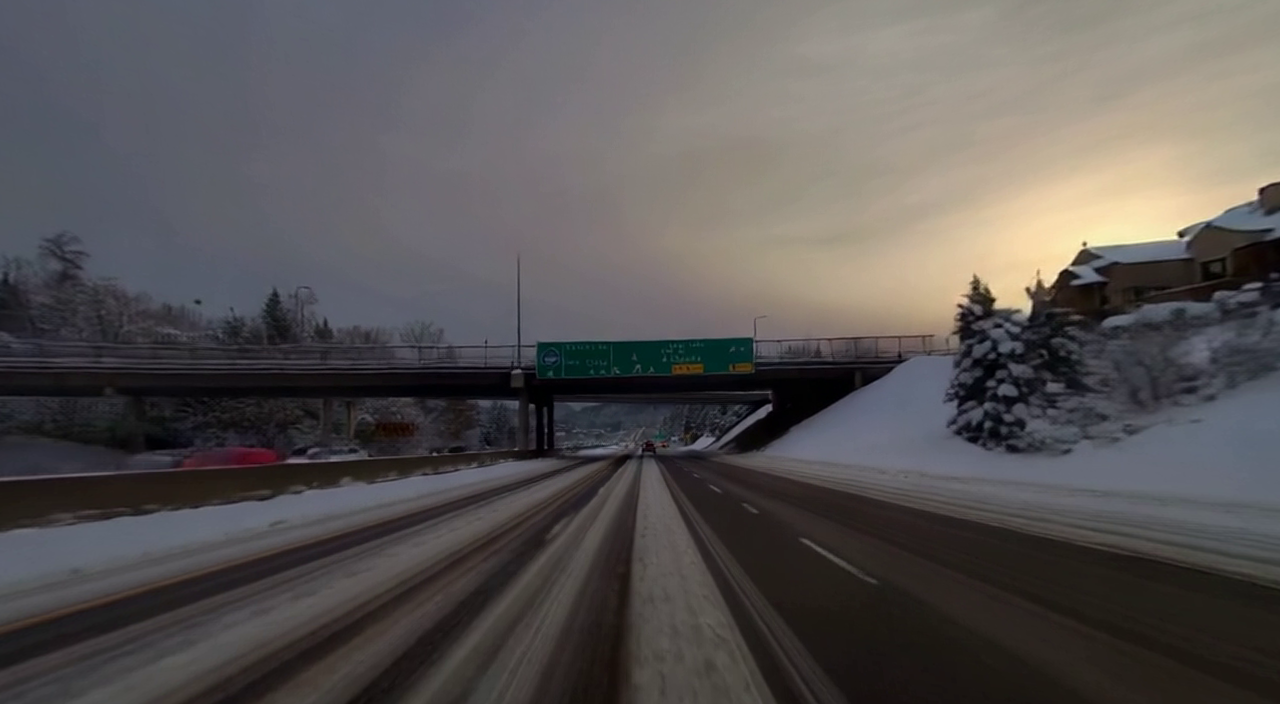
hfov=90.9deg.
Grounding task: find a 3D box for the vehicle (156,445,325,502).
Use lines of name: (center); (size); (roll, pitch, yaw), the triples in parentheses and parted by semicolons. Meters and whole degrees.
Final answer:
vehicle: (-11.496, 3.486, 18.653); (1.894, 1.463, 4.609); (0, -8, 2)
